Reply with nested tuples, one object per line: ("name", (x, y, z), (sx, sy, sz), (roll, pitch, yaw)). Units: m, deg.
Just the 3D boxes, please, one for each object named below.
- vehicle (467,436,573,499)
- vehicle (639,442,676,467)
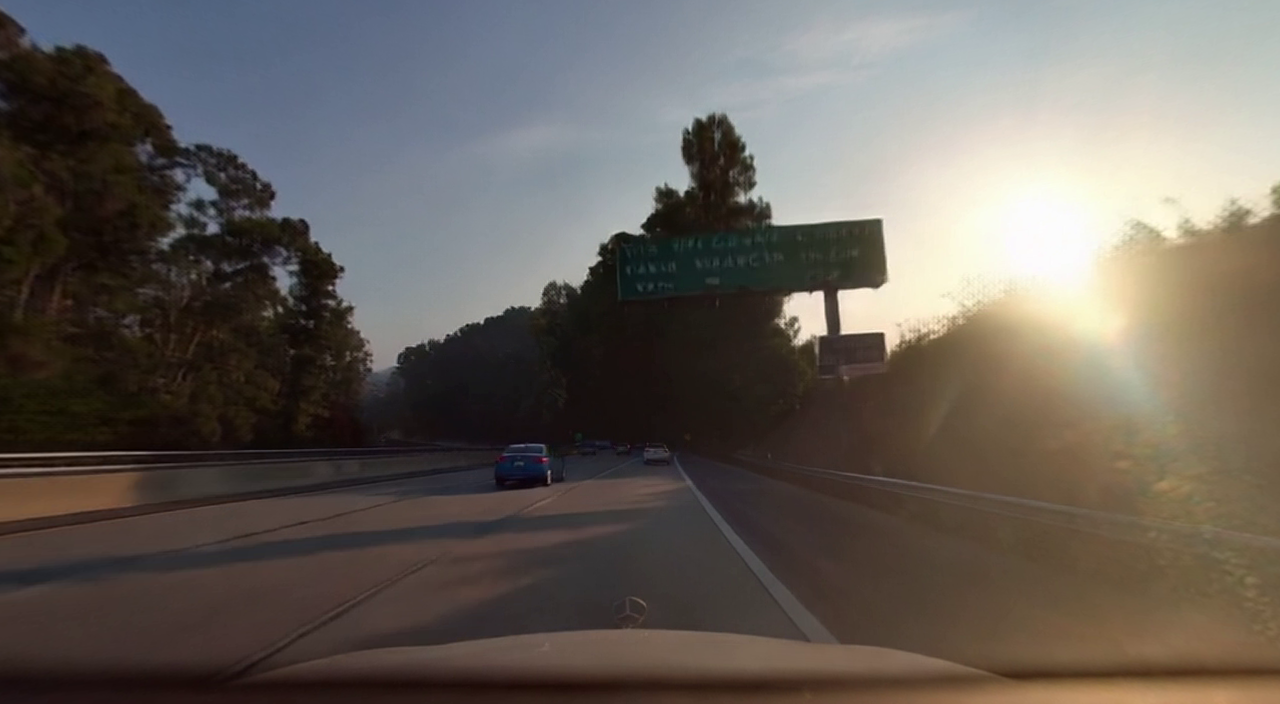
("vehicle", (-3.201, 3.181, 17.880), (2.024, 1.531, 4.431), (0, -8, 1))
("vehicle", (1.141, 6.311, 39.078), (2.113, 1.464, 4.073), (0, -8, 3))
